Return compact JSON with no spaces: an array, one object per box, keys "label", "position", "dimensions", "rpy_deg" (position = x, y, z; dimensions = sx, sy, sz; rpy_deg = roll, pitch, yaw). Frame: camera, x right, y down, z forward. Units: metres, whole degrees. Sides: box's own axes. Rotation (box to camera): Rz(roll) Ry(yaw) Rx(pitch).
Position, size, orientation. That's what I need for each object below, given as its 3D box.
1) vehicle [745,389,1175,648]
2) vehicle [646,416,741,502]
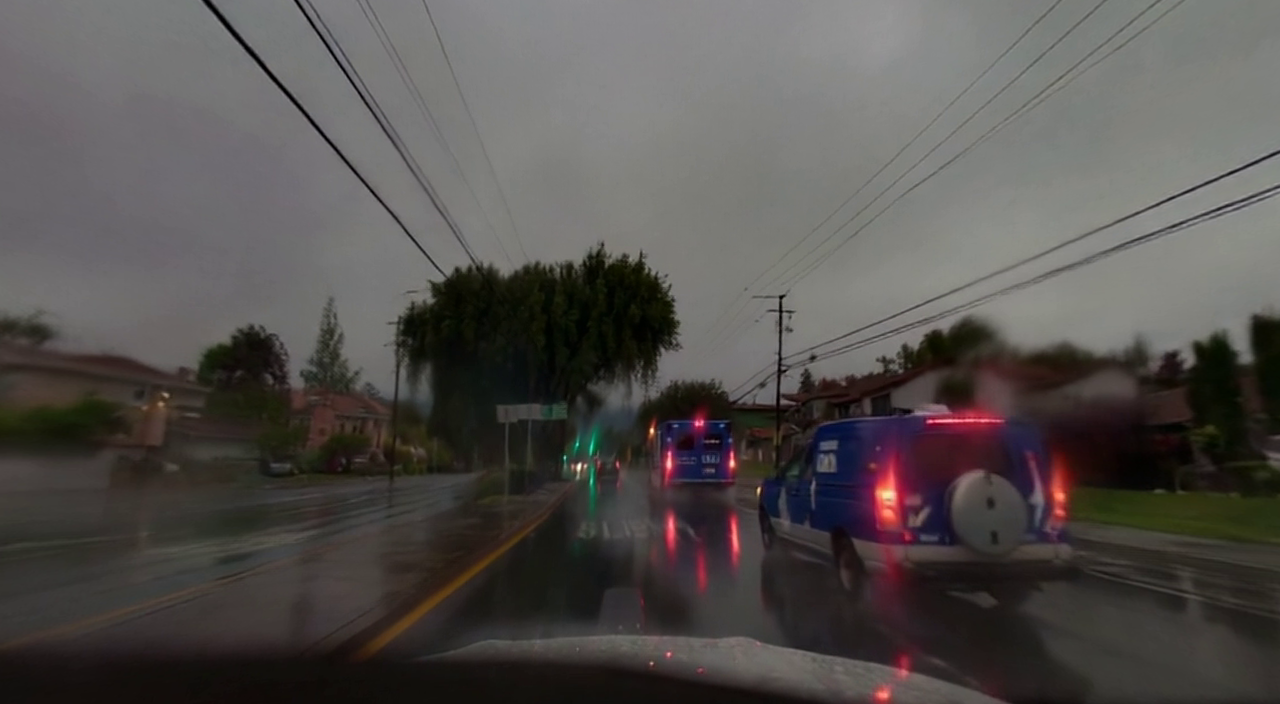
[{"label":"vehicle","position":[2.843,1.604,7.266],"dimensions":[2.194,1.922,4.822],"rpy_deg":[0,-8,-3]},{"label":"vehicle","position":[1.728,3.787,22.791],"dimensions":[2.406,2.687,5.521],"rpy_deg":[1,-9,-6]}]
